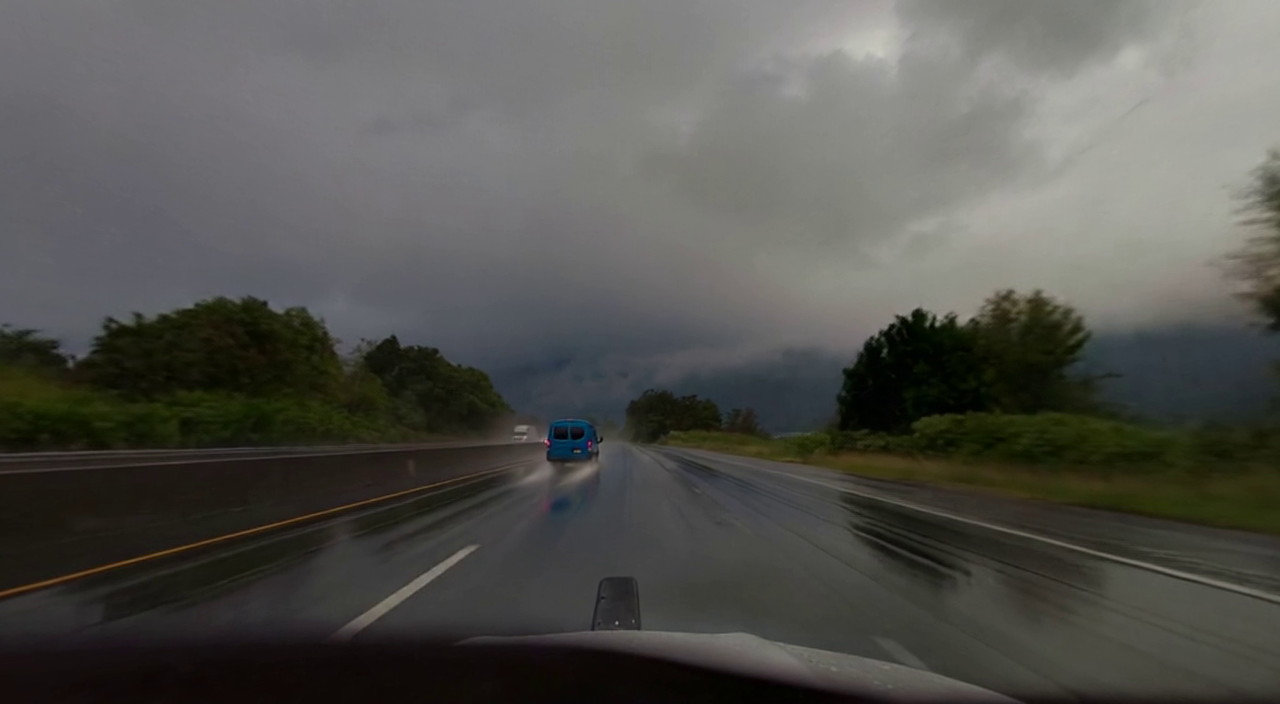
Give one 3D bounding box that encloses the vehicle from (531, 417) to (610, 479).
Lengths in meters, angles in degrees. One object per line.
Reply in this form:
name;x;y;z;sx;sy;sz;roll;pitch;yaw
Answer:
vehicle;-2.363;3.429;22.790;2.297;2.011;4.736;0;-8;0
